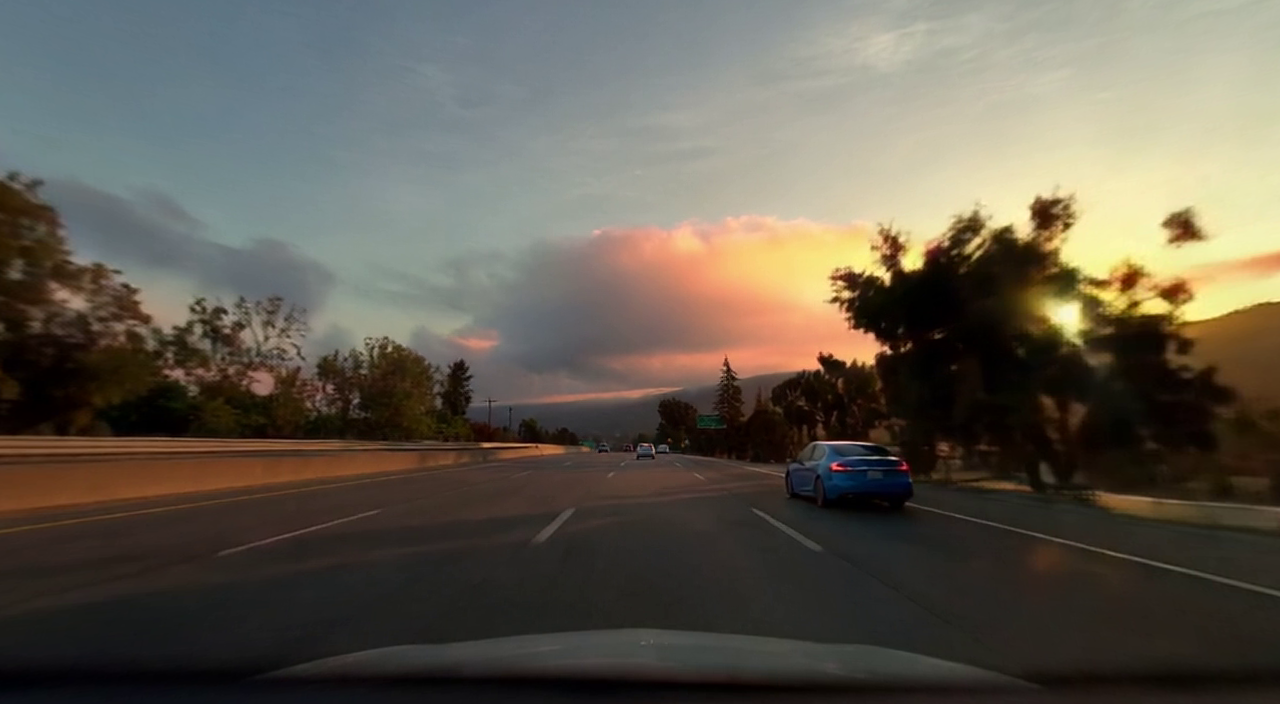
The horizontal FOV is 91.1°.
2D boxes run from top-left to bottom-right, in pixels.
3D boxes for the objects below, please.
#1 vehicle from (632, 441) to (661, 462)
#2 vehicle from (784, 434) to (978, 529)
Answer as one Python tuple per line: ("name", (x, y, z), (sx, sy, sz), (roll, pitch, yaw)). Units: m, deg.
("vehicle", (0.434, 7.199, 45.546), (2.052, 1.449, 3.857), (0, -8, 0))
("vehicle", (4.453, 2.444, 12.549), (2.008, 1.524, 4.598), (0, -8, -1))
